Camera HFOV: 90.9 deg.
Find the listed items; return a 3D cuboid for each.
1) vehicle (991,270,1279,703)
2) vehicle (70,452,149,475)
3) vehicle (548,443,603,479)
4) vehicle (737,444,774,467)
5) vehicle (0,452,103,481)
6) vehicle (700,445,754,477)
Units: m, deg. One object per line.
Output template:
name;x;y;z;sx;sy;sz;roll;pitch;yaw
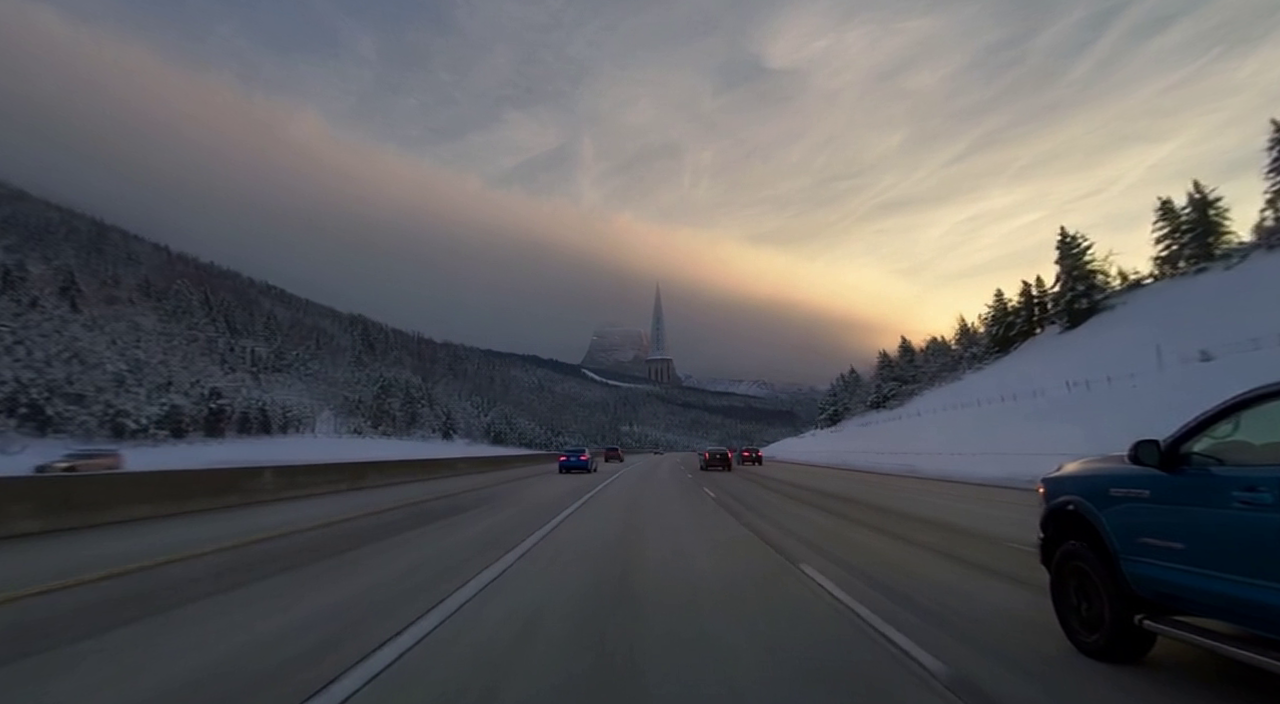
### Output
vehicle;3.439;0.557;1.645;2.098;1.925;5.171;0;-8;1
vehicle;-38.007;7.974;45.313;1.704;1.460;4.468;0;-8;1
vehicle;-3.152;5.443;31.745;2.113;1.636;4.494;-1;-8;2
vehicle;8.665;7.775;47.731;1.986;1.633;4.430;0;-8;0
vehicle;-33.858;6.546;36.297;1.775;1.484;4.600;0;-8;1
vehicle;4.251;5.394;31.479;2.046;1.471;4.333;0;-8;0
